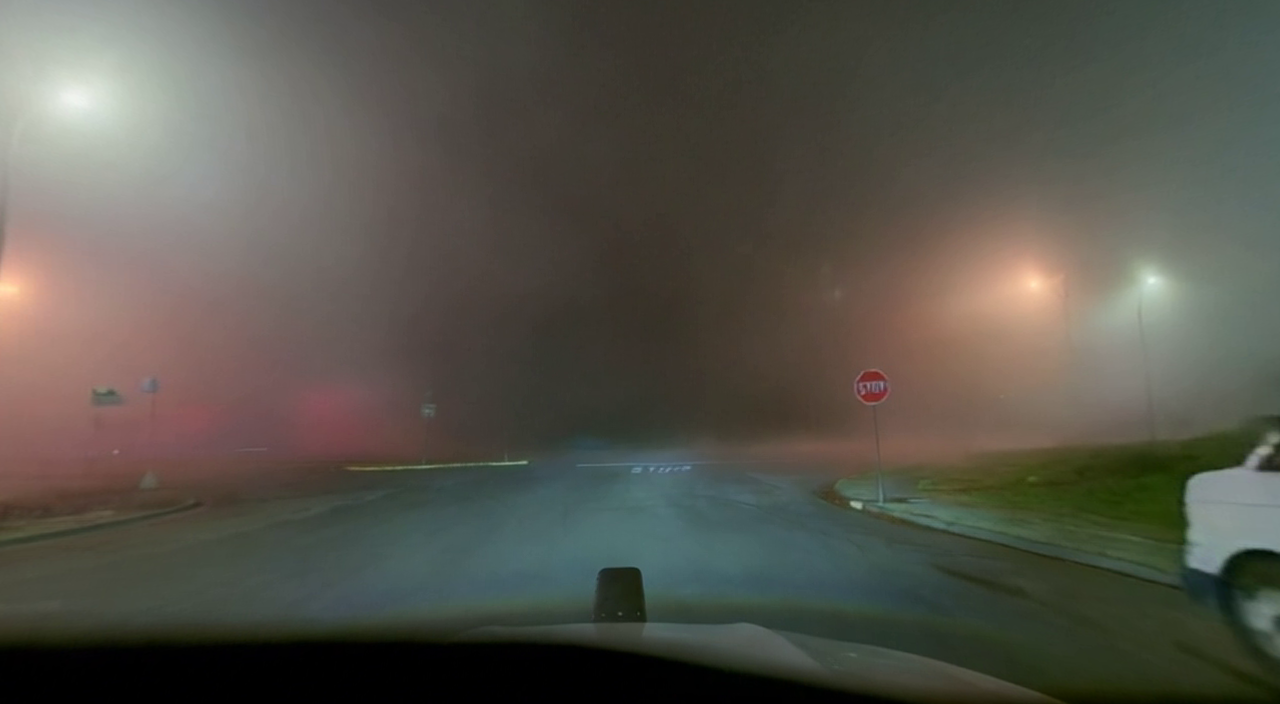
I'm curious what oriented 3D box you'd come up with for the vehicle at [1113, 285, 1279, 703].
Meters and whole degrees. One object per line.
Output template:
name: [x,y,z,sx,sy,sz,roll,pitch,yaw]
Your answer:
vehicle: [4.905,0.490,1.413,2.659,2.245,5.991,1,-8,-5]
